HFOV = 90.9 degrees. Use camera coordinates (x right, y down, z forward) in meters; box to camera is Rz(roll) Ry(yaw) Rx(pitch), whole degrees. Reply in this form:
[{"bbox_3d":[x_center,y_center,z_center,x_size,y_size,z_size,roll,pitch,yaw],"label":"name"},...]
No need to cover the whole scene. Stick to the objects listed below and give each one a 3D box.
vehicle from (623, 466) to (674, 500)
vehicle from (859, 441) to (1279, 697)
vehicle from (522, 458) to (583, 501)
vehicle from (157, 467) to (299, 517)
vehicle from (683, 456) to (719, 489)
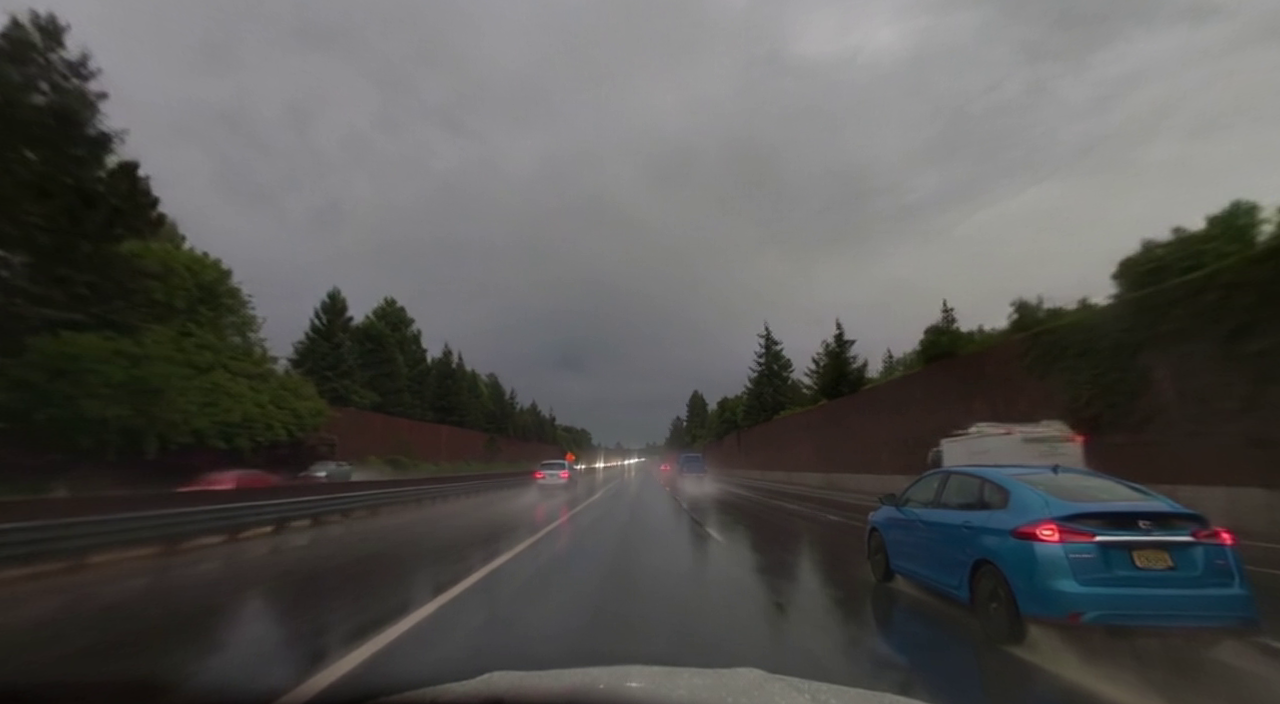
[{"bbox_3d":[0.386,6.119,29.696,2.241,1.425,3.973,1,-10,0],"label":"vehicle"},{"bbox_3d":[3.735,1.711,5.927,1.938,1.561,3.786,1,-10,-1],"label":"vehicle"},{"bbox_3d":[-3.800,5.614,27.998,2.021,1.706,4.247,1,-10,1],"label":"vehicle"},{"bbox_3d":[-13.996,4.749,21.810,1.814,1.486,4.645,1,-10,-1],"label":"vehicle"},{"bbox_3d":[4.249,8.451,44.375,2.030,2.172,3.621,1,-10,-1],"label":"vehicle"}]
